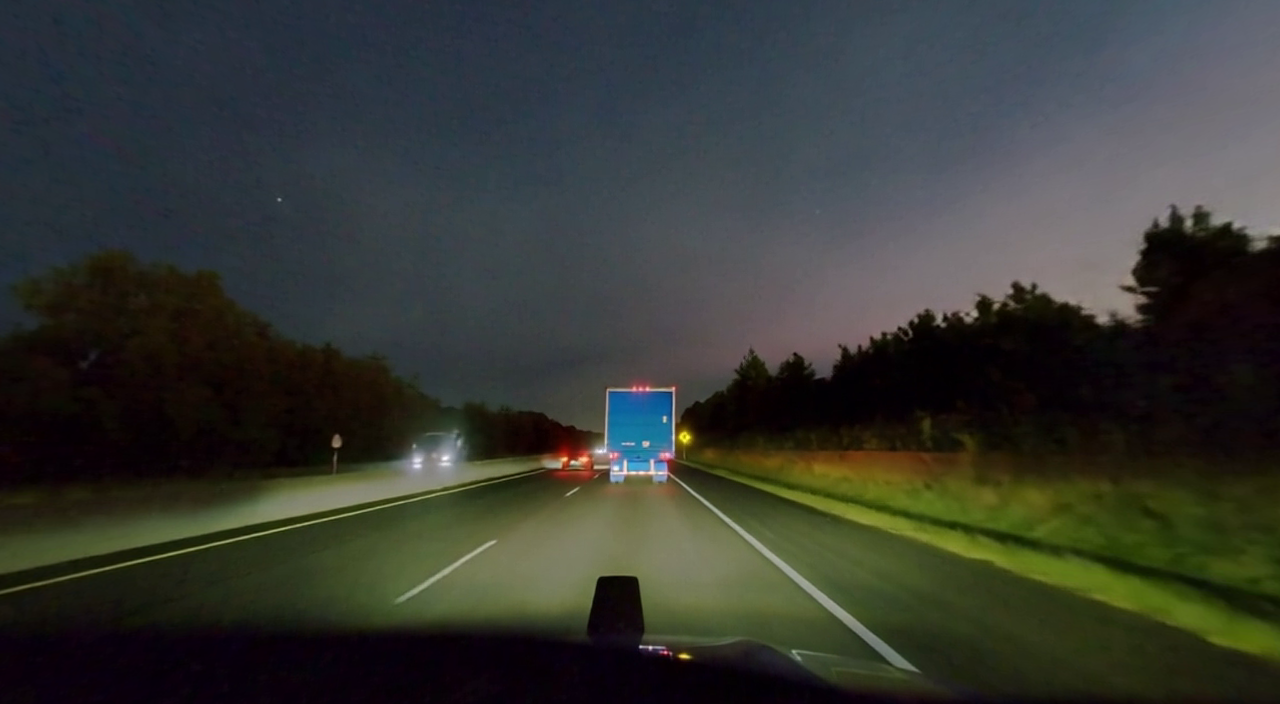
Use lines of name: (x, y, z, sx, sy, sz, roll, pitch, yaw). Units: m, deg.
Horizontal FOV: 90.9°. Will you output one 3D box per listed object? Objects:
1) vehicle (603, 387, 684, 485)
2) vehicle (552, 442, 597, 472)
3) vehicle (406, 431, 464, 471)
vehicle: (0.030, 3.676, 27.134, 2.913, 3.530, 8.648, 0, -9, -1)
vehicle: (-3.789, 6.201, 37.414, 2.160, 1.661, 4.388, 0, -9, 1)
vehicle: (-14.988, 7.287, 46.535, 2.288, 2.708, 5.765, 0, -9, 0)
